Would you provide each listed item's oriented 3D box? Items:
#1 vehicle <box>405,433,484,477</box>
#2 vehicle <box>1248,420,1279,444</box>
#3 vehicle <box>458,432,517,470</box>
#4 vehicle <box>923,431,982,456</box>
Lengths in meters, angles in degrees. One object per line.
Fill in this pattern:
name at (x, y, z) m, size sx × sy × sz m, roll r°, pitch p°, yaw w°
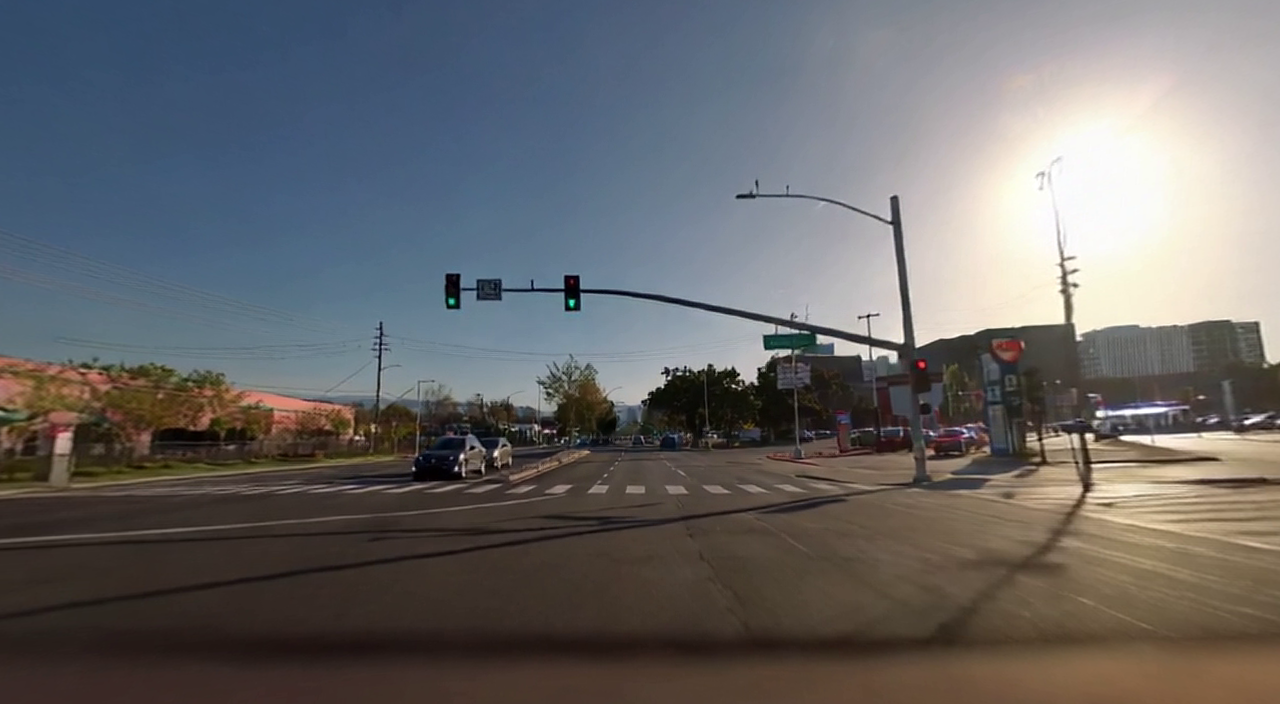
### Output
vehicle at (-8.513, 4.499, 28.044) m, size 1.946 × 1.710 × 5.043 m, roll -1°, pitch -7°, yaw 0°
vehicle at (41.560, 5.276, 41.455) m, size 4.126 × 1.490 × 1.892 m, roll 7°, pitch -11°, yaw -41°
vehicle at (-8.372, 5.420, 35.036) m, size 2.037 × 1.799 × 4.928 m, roll -3°, pitch -7°, yaw 0°
vehicle at (20.216, 5.907, 40.739) m, size 2.094 × 1.488 × 4.433 m, roll -8°, pitch -11°, yaw 43°
